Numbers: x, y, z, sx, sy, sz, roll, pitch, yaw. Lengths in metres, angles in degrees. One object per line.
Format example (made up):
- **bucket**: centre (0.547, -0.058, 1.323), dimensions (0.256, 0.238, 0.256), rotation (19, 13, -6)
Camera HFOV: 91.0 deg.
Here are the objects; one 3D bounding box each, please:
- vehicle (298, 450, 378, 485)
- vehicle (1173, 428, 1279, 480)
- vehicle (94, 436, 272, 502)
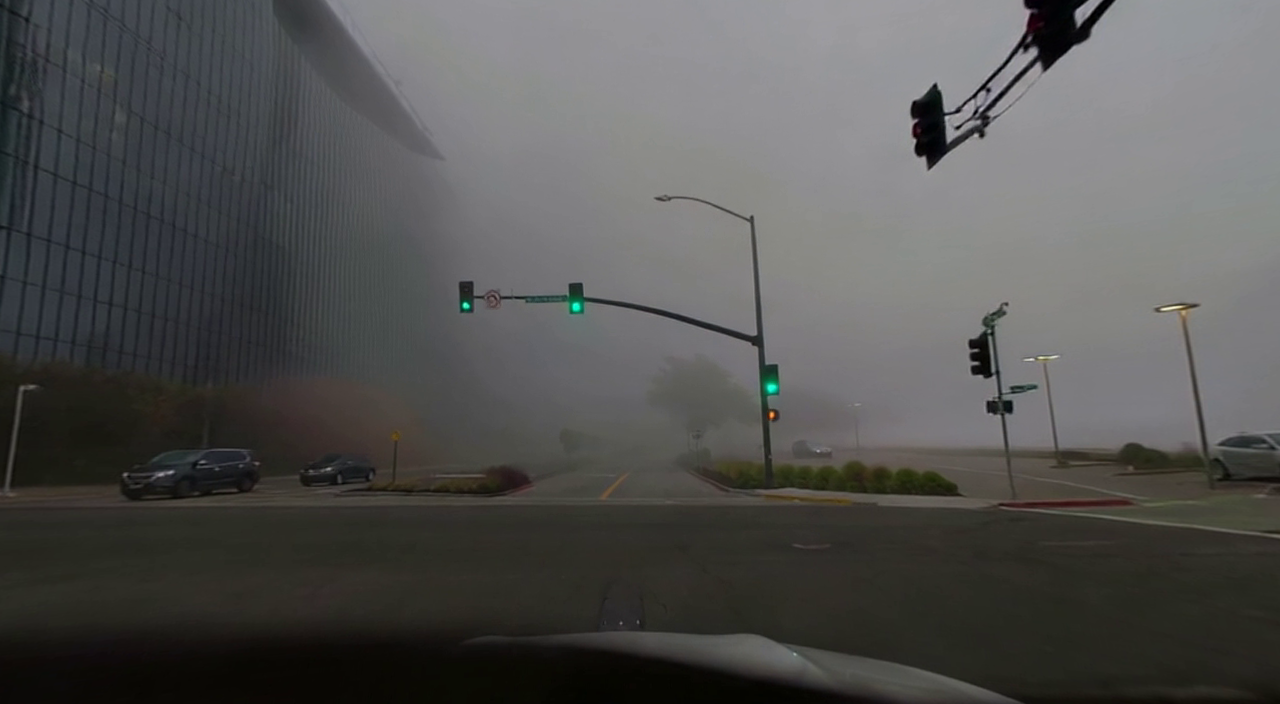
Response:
- **vehicle**: centre (-15.102, 5.775, 31.768), dimensions (1.932, 1.605, 4.146), rotation (0, -9, 0)
- **vehicle**: centre (19.062, 3.090, 19.115), dimensions (1.834, 1.480, 4.458), rotation (0, -9, -1)
- **vehicle**: centre (-14.910, 3.825, 21.051), dimensions (2.091, 1.915, 5.040), rotation (0, -9, 0)
